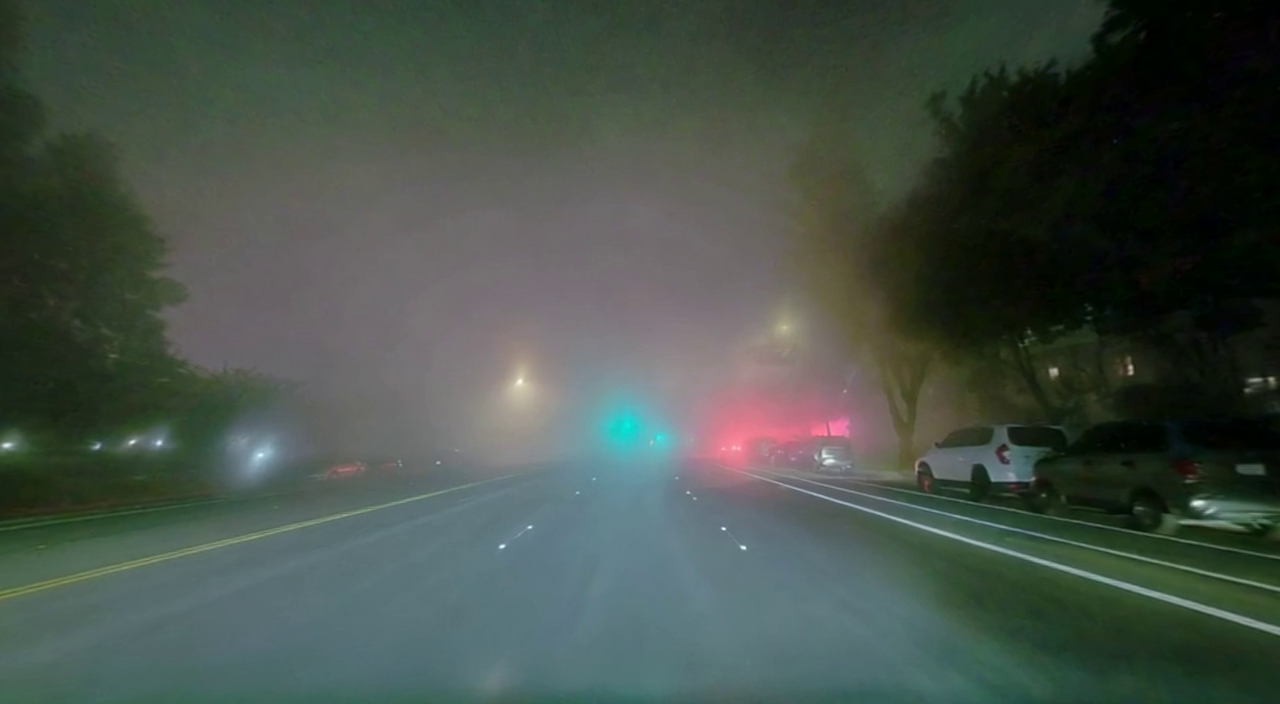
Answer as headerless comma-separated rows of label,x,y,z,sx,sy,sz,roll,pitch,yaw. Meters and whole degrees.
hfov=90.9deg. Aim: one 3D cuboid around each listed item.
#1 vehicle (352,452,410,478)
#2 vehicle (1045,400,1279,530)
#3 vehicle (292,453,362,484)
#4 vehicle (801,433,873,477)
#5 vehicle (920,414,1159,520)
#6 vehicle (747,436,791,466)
vehicle,-16.742,7.303,40.978,1.868,1.470,4.652,-1,-8,0
vehicle,10.488,2.104,12.060,2.032,1.936,4.955,1,-9,-2
vehicle,-17.213,6.398,34.937,1.879,1.494,4.227,-1,-8,-3
vehicle,9.869,5.207,32.101,2.169,2.043,5.484,0,-9,3
vehicle,9.199,2.717,15.374,2.215,2.068,5.493,0,-9,0
vehicle,10.032,7.759,49.588,2.115,2.151,5.826,1,-9,-1
